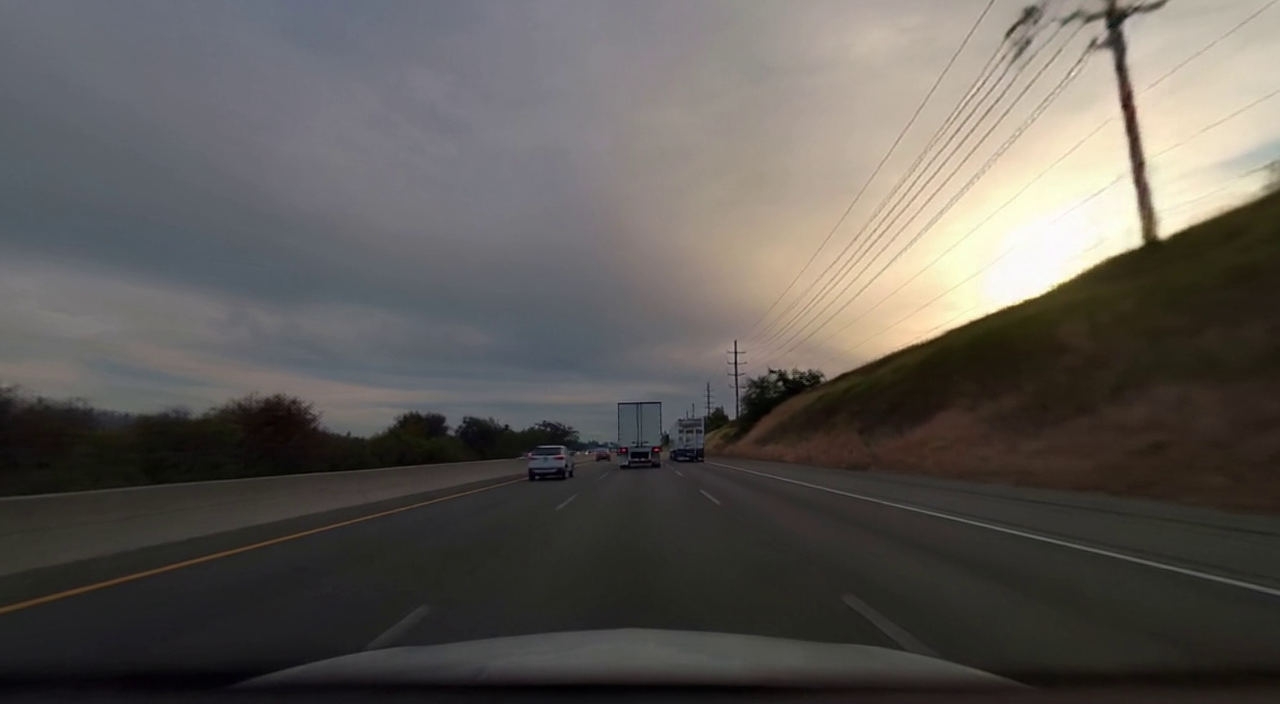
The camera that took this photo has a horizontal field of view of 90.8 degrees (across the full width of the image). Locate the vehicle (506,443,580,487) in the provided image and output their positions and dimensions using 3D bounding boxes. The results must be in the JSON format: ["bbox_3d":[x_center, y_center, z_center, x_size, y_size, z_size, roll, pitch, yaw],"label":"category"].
[{"bbox_3d":[-3.695,4.383,24.886,2.128,1.533,4.694,0,-9,1],"label":"vehicle"}]

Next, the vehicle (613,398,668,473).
[{"bbox_3d":[0.081,5.355,39.712,2.985,4.025,10.982,0,-9,1],"label":"vehicle"}]
